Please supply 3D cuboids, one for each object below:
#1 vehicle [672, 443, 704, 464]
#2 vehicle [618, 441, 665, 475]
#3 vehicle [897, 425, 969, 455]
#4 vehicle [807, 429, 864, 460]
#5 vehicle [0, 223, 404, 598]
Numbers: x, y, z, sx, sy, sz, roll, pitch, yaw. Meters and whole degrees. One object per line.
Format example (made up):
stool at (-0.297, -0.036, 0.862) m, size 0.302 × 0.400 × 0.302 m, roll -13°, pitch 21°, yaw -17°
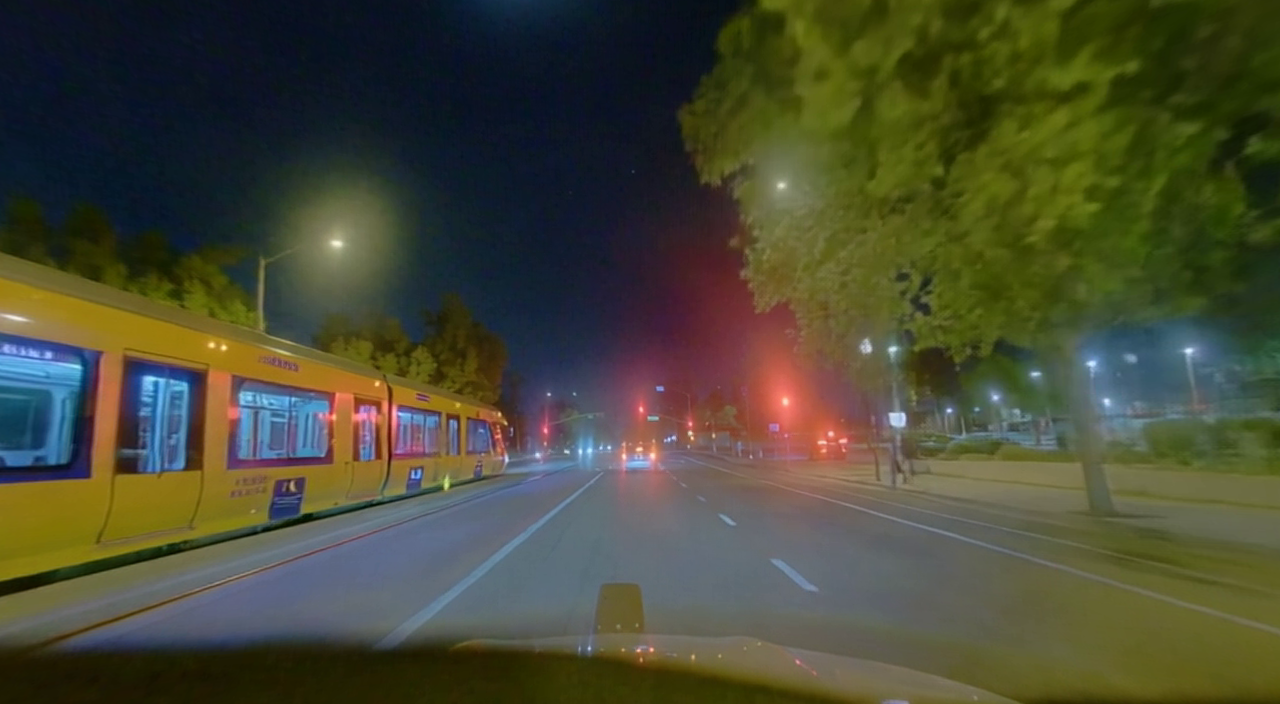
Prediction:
vehicle at (3.319, 7.125, 44.504) m, size 1.944 × 1.447 × 4.392 m, roll 0°, pitch -8°, yaw 0°
vehicle at (0.042, 4.872, 29.283) m, size 2.002 × 1.471 × 4.337 m, roll 0°, pitch -8°, yaw 0°
vehicle at (19.402, 5.901, 42.230) m, size 2.159 × 1.817 × 5.675 m, roll 0°, pitch -8°, yaw 1°
vehicle at (13.200, 6.314, 43.101) m, size 2.145 × 1.911 × 5.581 m, roll 0°, pitch -8°, yaw 1°
vehicle at (-7.805, 1.035, 10.076) m, size 2.897 × 3.700 × 13.528 m, roll 0°, pitch -7°, yaw 0°
